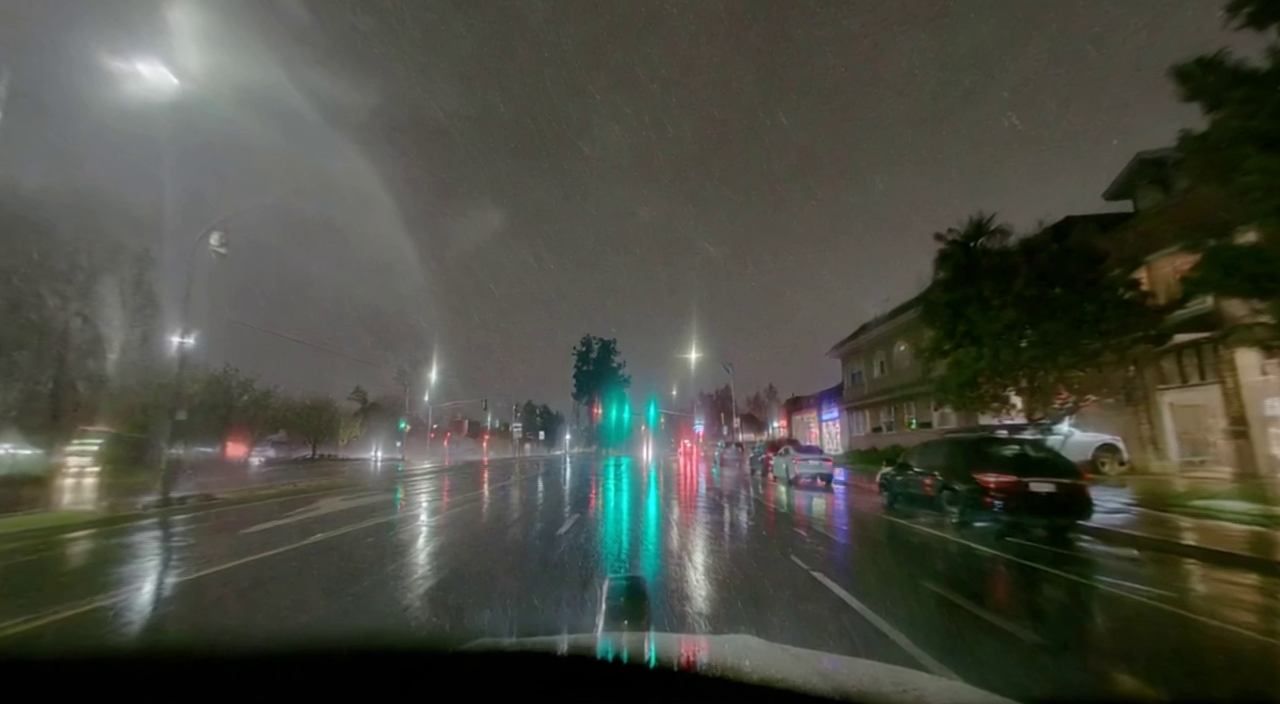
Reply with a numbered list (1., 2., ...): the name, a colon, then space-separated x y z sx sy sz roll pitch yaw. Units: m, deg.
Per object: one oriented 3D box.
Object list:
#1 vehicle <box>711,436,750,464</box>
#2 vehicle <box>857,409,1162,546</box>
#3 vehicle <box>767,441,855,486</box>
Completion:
1. vehicle: 6.246 6.806 43.876 1.931 1.814 4.870 0 -9 0
2. vehicle: 5.982 2.130 11.372 2.218 1.842 5.475 0 -9 1
3. vehicle: 6.121 4.041 23.202 1.855 1.463 4.729 0 -9 -1
